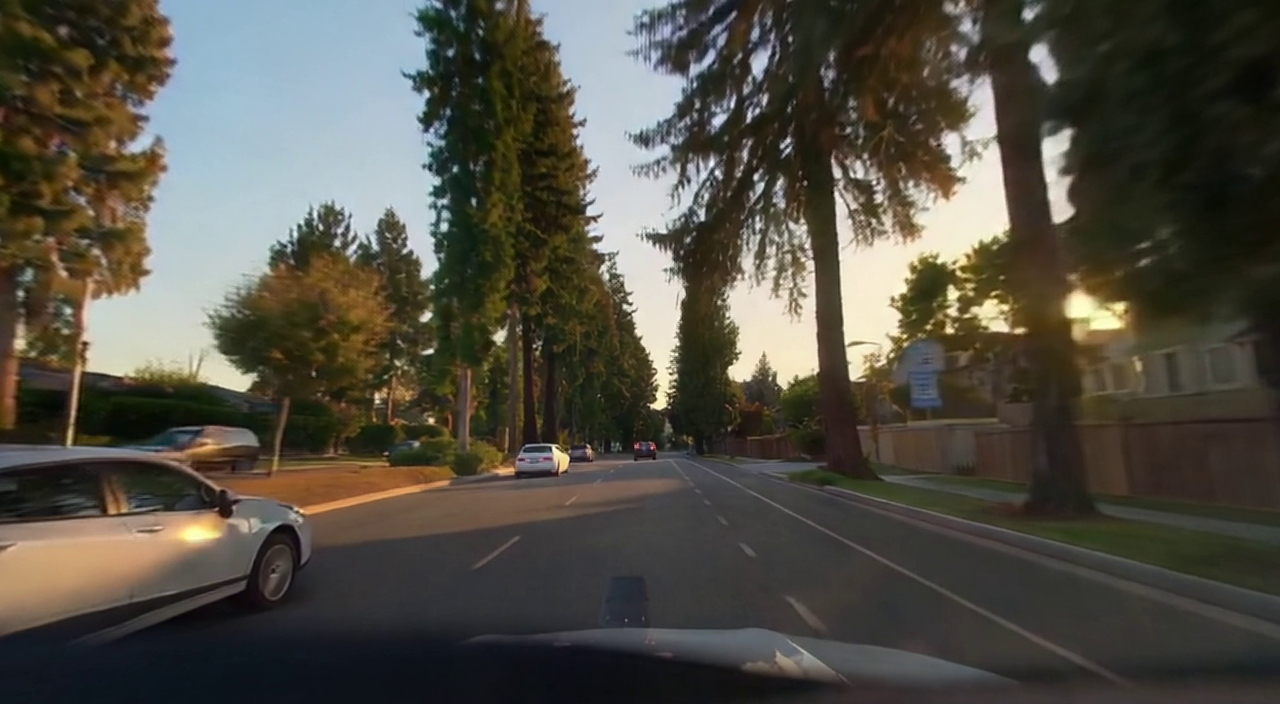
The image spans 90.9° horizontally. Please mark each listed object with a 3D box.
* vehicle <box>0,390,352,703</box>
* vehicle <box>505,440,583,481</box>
[{"bbox_3d":[-4.110,1.100,3.942,2.190,1.545,4.943,0,-8,1],"label":"vehicle"},{"bbox_3d":[-3.685,4.291,25.248,2.188,1.473,4.651,0,-8,3],"label":"vehicle"}]
